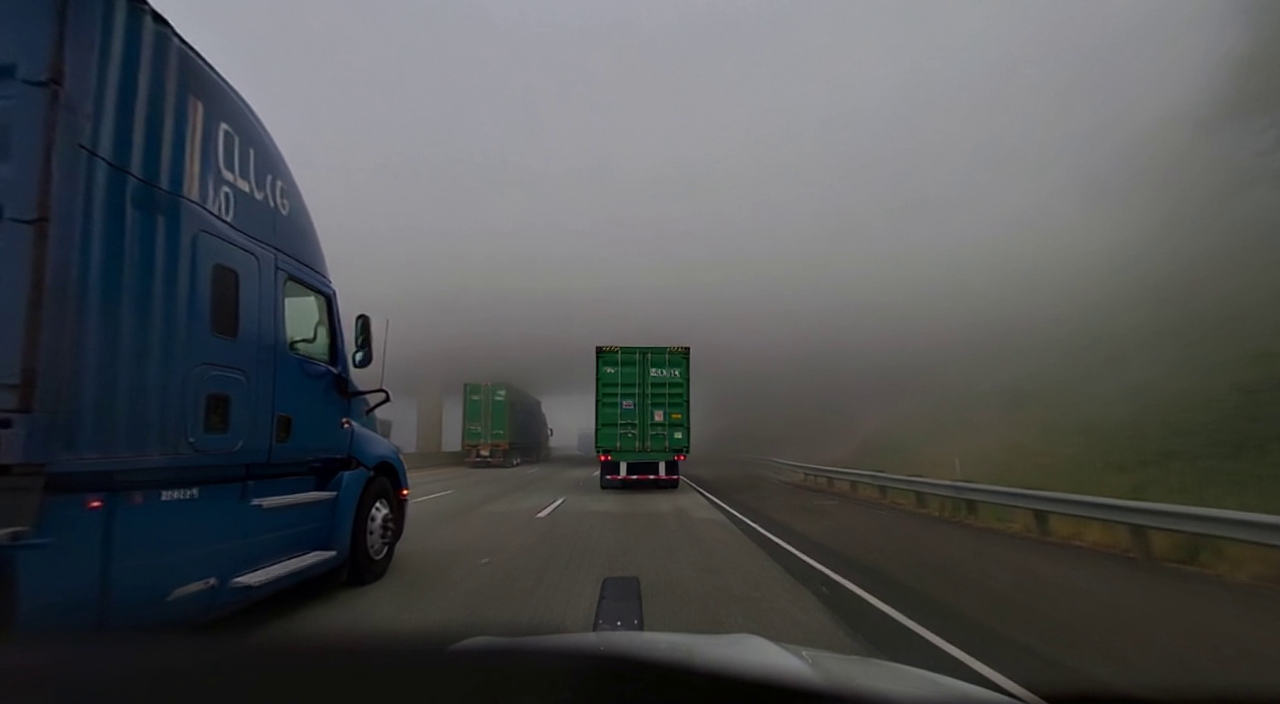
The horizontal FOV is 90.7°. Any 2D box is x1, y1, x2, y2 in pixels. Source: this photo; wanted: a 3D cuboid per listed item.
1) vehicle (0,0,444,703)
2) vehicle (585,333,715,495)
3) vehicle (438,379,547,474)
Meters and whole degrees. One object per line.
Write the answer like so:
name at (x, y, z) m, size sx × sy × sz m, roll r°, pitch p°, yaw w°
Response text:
vehicle at (-3.484, -0.200, 2.454) m, size 3.187 × 3.949 × 6.963 m, roll 0°, pitch -9°, yaw 0°
vehicle at (0.122, 2.133, 20.280) m, size 3.357 × 4.212 × 7.519 m, roll 0°, pitch -9°, yaw -2°
vehicle at (-7.336, 4.147, 33.694) m, size 3.023 × 4.139 × 11.860 m, roll 0°, pitch -9°, yaw -1°
